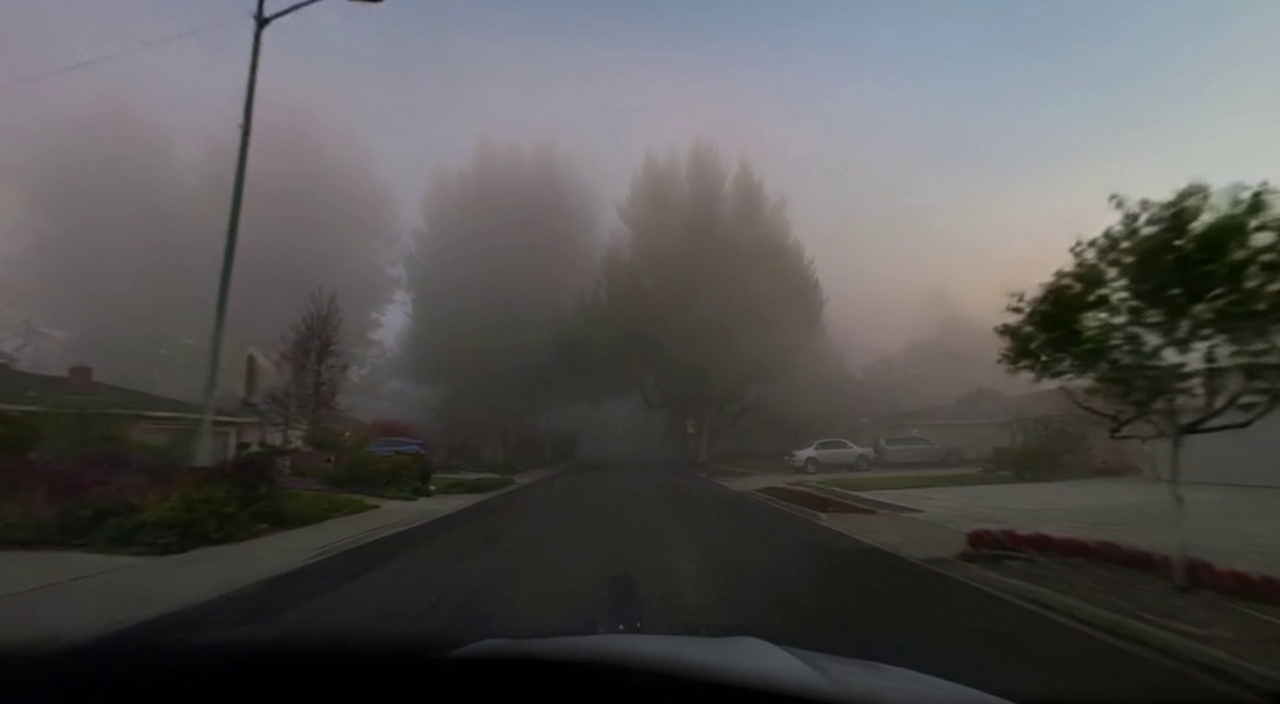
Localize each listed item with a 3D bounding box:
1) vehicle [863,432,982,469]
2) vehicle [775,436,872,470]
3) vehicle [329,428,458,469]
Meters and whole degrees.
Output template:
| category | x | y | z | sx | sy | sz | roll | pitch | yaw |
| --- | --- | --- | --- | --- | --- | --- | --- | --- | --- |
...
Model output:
| category | x | y | z | sx | sy | sz | roll | pitch | yaw |
| --- | --- | --- | --- | --- | --- | --- | --- | --- | --- |
| vehicle | 15.265 | 5.326 | 34.338 | 5.395 | 1.917 | 2.153 | 0 | -9 | -2 |
| vehicle | 9.791 | 5.413 | 33.923 | 4.582 | 1.719 | 1.947 | 0 | -8 | -1 |
| vehicle | -12.501 | 4.929 | 32.374 | 5.618 | 1.997 | 2.201 | 0 | -9 | -1 |
